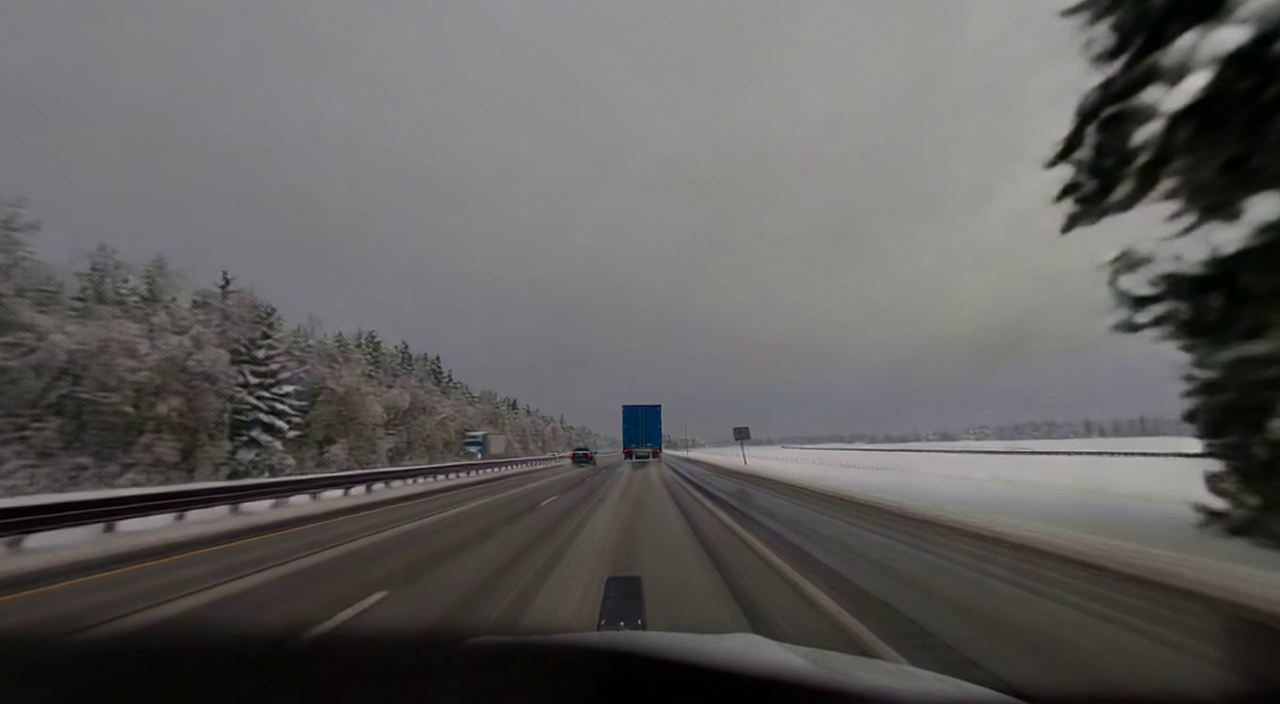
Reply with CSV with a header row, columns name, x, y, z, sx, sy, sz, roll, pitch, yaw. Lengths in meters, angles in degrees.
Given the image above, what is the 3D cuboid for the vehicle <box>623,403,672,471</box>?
name,x,y,z,sx,sy,sz,roll,pitch,yaw
vehicle,0.457,5.761,42.109,2.899,3.966,10.053,0,-9,0

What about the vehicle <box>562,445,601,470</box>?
name,x,y,z,sx,sy,sz,roll,pitch,yaw
vehicle,-3.767,6.876,41.240,2.063,1.583,4.049,0,-8,1
